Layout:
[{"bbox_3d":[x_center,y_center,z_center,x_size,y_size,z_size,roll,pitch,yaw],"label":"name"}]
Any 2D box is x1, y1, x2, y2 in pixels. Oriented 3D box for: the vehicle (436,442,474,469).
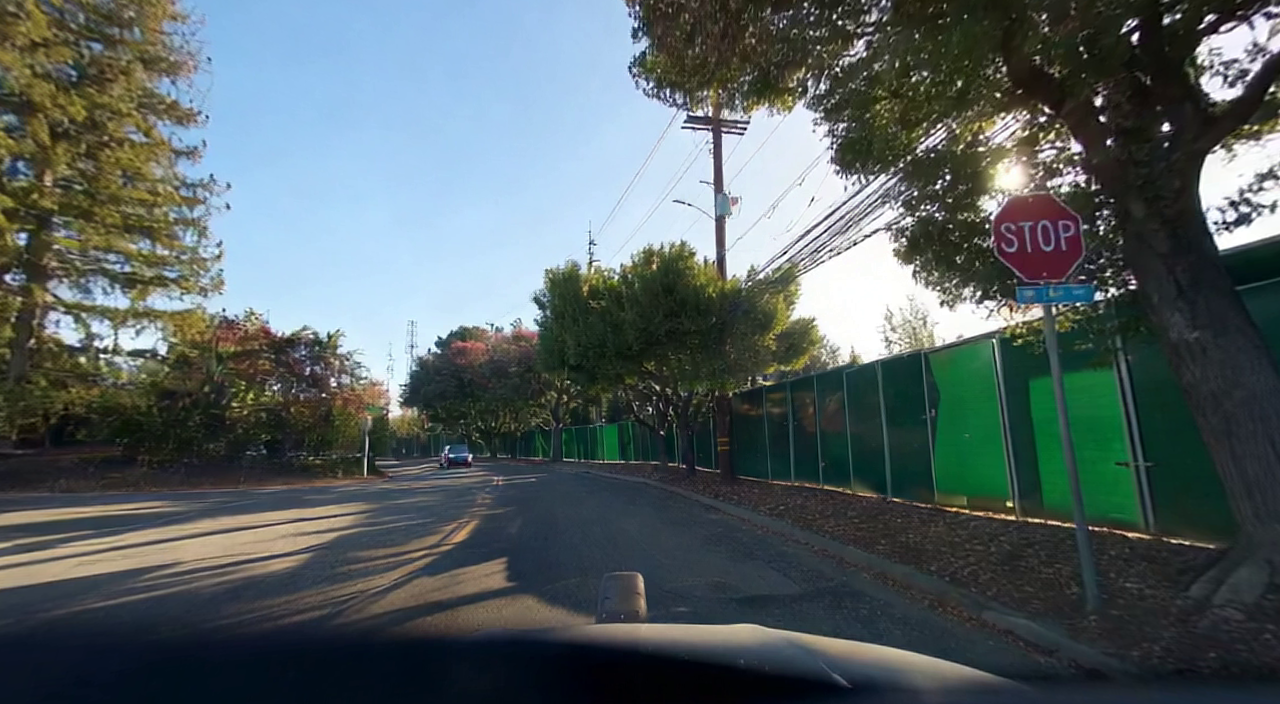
[{"bbox_3d":[-14.038,7.762,47.668,2.185,1.901,4.177,3,-9,-23],"label":"vehicle"}]
